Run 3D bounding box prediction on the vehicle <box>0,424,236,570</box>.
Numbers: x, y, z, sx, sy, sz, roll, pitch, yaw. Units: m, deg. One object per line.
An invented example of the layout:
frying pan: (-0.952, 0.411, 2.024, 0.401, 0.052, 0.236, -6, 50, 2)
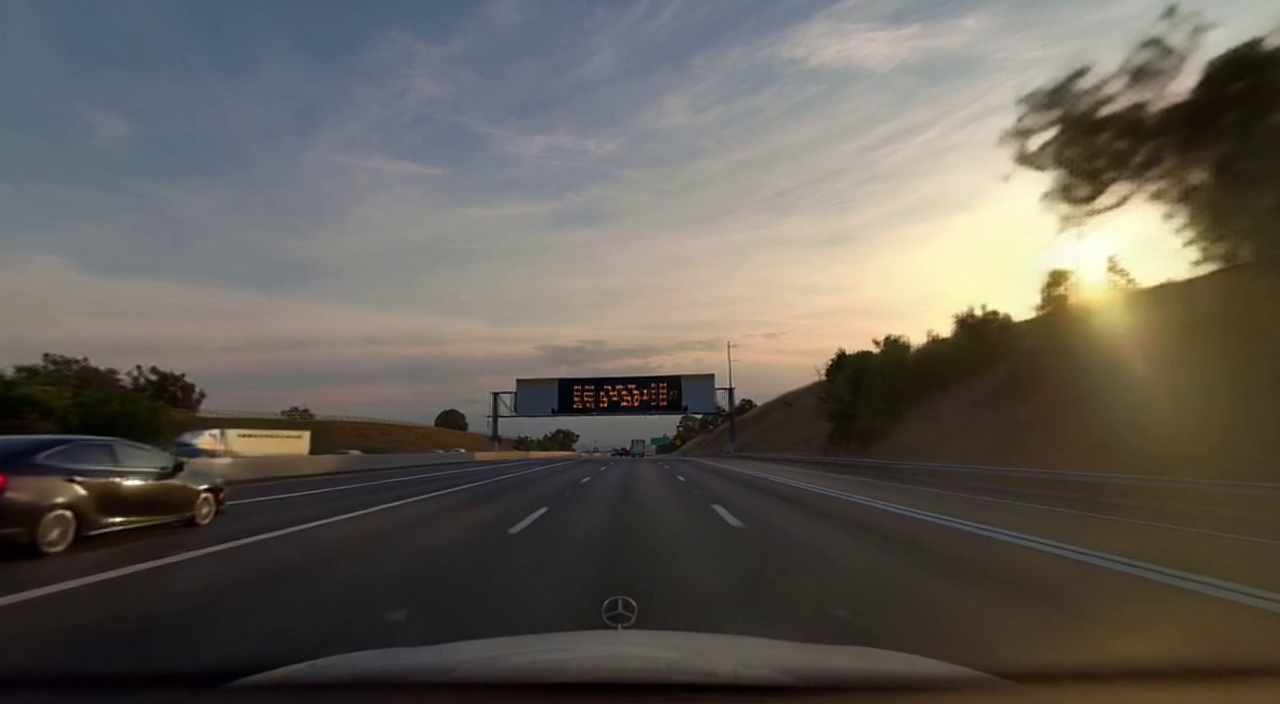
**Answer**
vehicle: (-7.845, 1.753, 8.170, 2.005, 1.545, 4.874, 0, -8, 0)
